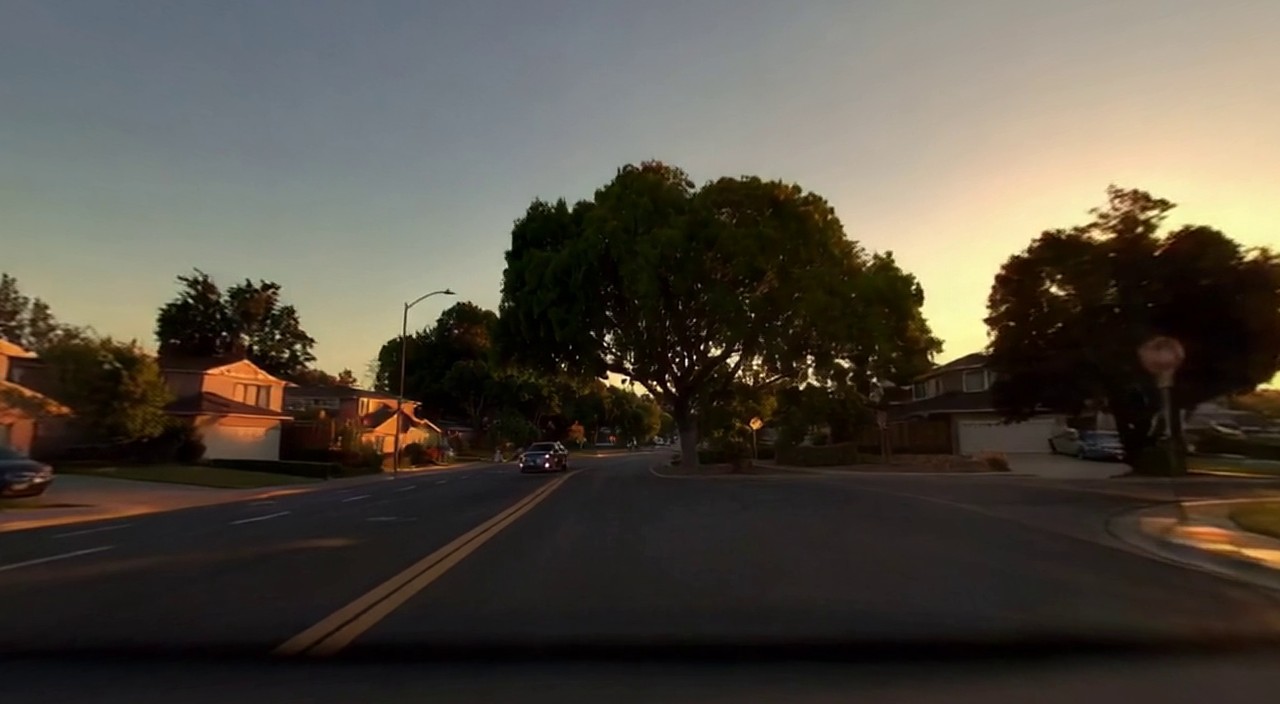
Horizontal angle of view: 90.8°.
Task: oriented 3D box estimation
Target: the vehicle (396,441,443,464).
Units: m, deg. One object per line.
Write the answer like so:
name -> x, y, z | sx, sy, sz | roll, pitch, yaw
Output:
vehicle -> -17.375, 7.920, 49.801 | 2.838, 1.748, 1.892 | -1, -8, 7

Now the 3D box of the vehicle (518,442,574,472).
vehicle -> -5.020, 5.694, 34.492 | 2.088, 1.490, 4.524 | -1, -8, 4

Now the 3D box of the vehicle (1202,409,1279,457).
vehicle -> 34.032, 4.482, 34.483 | 2.411, 2.381, 6.645 | -3, -9, 19

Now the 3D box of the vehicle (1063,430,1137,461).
vehicle -> 25.528, 5.232, 35.271 | 2.000, 1.594, 4.976 | -4, -9, 21
